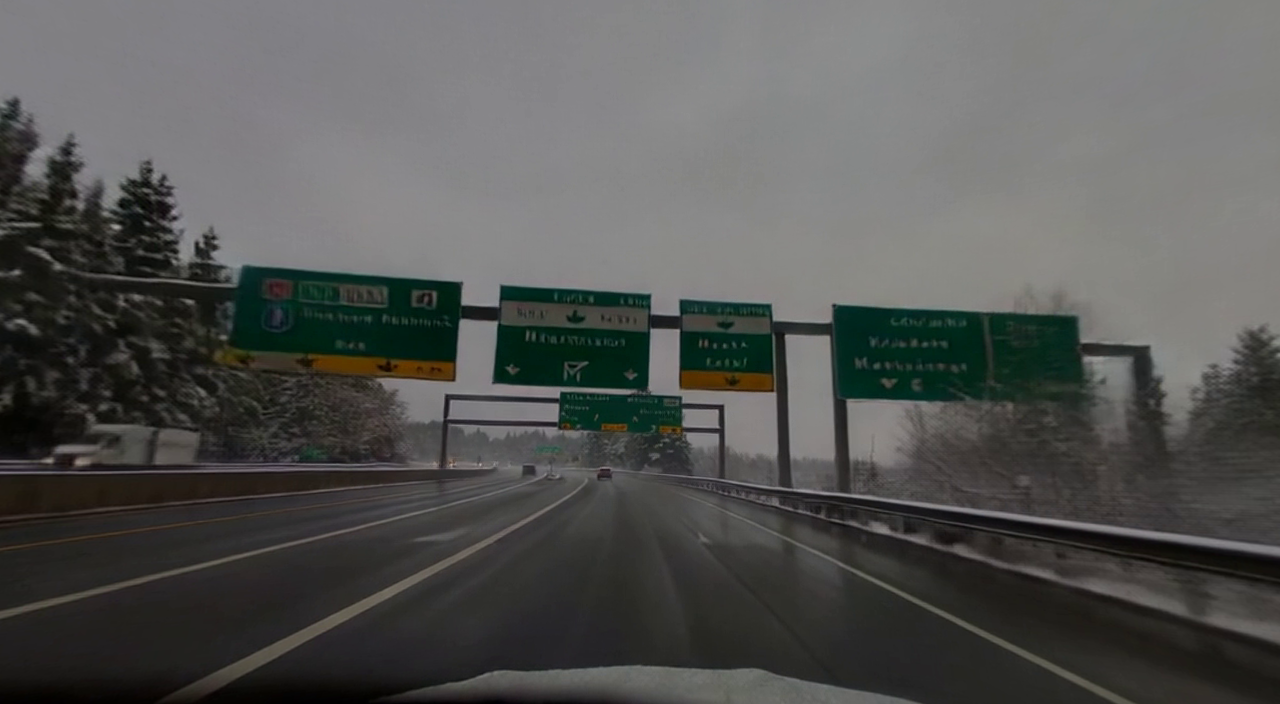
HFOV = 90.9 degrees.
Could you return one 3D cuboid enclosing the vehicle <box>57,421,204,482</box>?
[{"bbox_3d":[-28.465,5.763,35.774,2.477,3.059,7.343,1,-11,-4],"label":"vehicle"}]
